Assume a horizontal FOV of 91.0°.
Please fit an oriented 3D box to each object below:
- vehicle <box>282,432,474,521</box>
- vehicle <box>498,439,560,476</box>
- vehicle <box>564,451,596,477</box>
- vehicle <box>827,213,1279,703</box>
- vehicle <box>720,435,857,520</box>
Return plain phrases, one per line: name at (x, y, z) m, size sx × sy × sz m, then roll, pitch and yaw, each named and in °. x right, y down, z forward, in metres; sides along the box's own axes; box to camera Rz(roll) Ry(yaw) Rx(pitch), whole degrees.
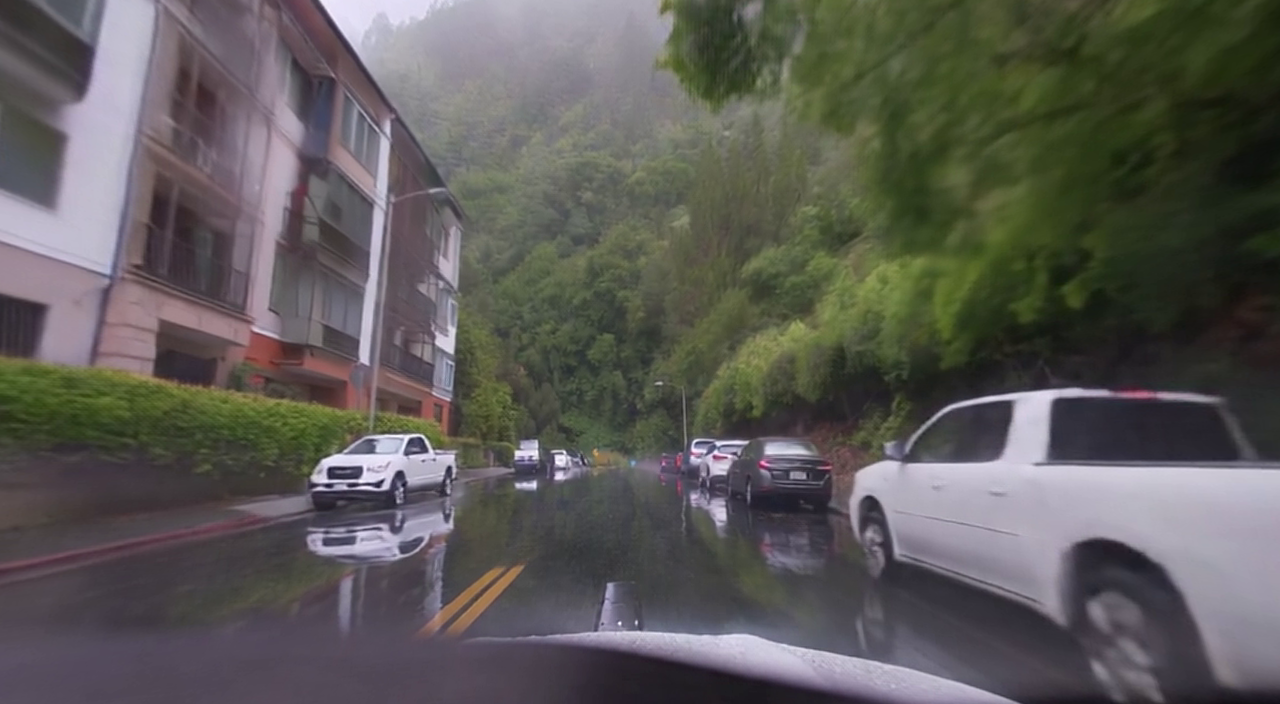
vehicle at (-6.282, 3.054, 16.137) m, size 2.374 × 1.843 × 5.638 m, roll 0°, pitch -9°, yaw 1°
vehicle at (-6.557, 6.454, 37.872) m, size 2.692 × 1.949 × 5.948 m, roll 0°, pitch -12°, yaw -1°
vehicle at (-3.721, 7.107, 39.773) m, size 1.856 × 1.474 × 4.522 m, roll 0°, pitch -11°, yaw -3°
vehicle at (3.478, 0.957, 4.562) m, size 2.482 × 2.184 × 5.383 m, roll 0°, pitch -9°, yaw -1°
vehicle at (3.124, 2.745, 14.320) m, size 1.926 × 1.602 × 4.433 m, roll 0°, pitch -9°, yaw -1°
